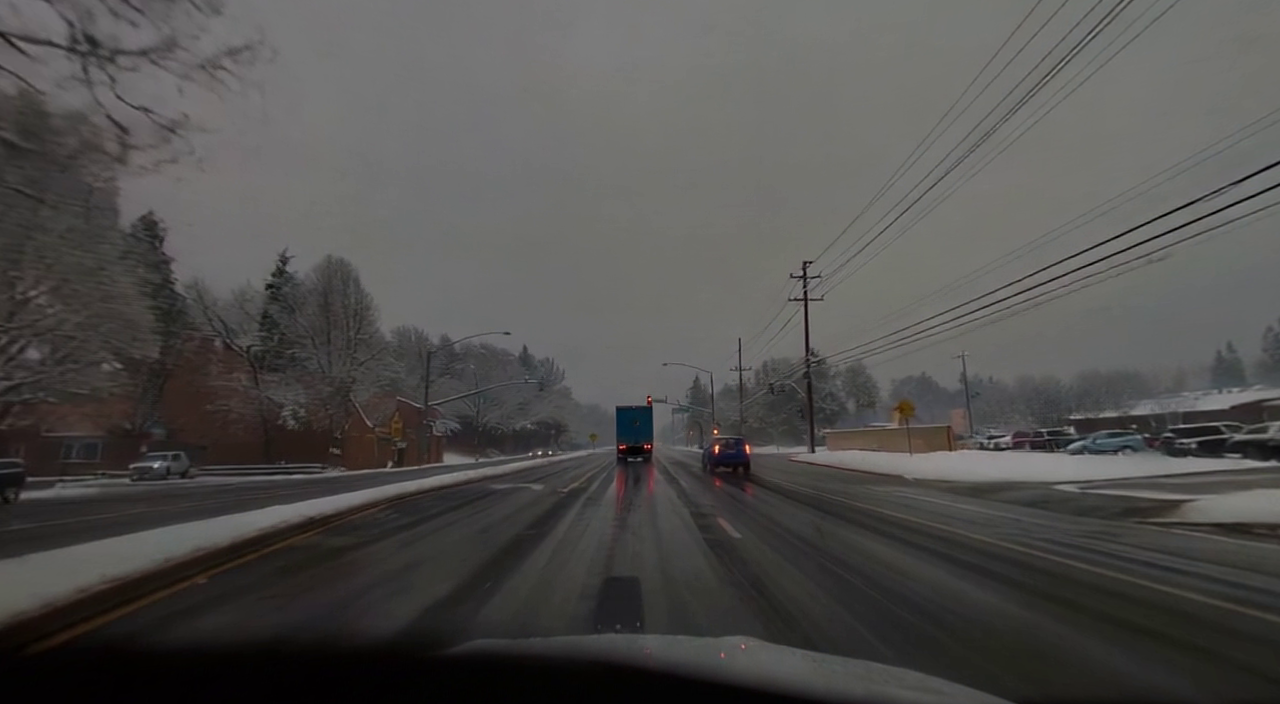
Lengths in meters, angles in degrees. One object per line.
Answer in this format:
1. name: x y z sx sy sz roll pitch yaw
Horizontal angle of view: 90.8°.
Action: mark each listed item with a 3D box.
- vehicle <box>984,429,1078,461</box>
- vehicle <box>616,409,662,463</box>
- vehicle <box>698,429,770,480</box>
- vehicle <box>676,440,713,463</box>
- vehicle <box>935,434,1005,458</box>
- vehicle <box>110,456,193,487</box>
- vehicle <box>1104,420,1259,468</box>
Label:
1. vehicle: 20.564 4.921 33.469 2.010 1.567 4.519 0 -8 -1
2. vehicle: -0.044 5.862 43.605 2.889 3.347 8.285 0 -8 0
3. vehicle: 3.615 4.061 25.284 2.086 1.803 4.607 0 -8 -1
4. vehicle: 3.708 6.924 43.942 2.146 1.474 4.564 0 -8 0
5. vehicle: 20.747 5.952 39.949 1.887 1.448 4.723 0 -8 0
6. vehicle: -31.246 7.615 40.629 2.099 1.801 4.957 1 -9 -11
7. vehicle: 20.834 3.582 24.630 1.917 1.682 4.575 0 -8 -1
